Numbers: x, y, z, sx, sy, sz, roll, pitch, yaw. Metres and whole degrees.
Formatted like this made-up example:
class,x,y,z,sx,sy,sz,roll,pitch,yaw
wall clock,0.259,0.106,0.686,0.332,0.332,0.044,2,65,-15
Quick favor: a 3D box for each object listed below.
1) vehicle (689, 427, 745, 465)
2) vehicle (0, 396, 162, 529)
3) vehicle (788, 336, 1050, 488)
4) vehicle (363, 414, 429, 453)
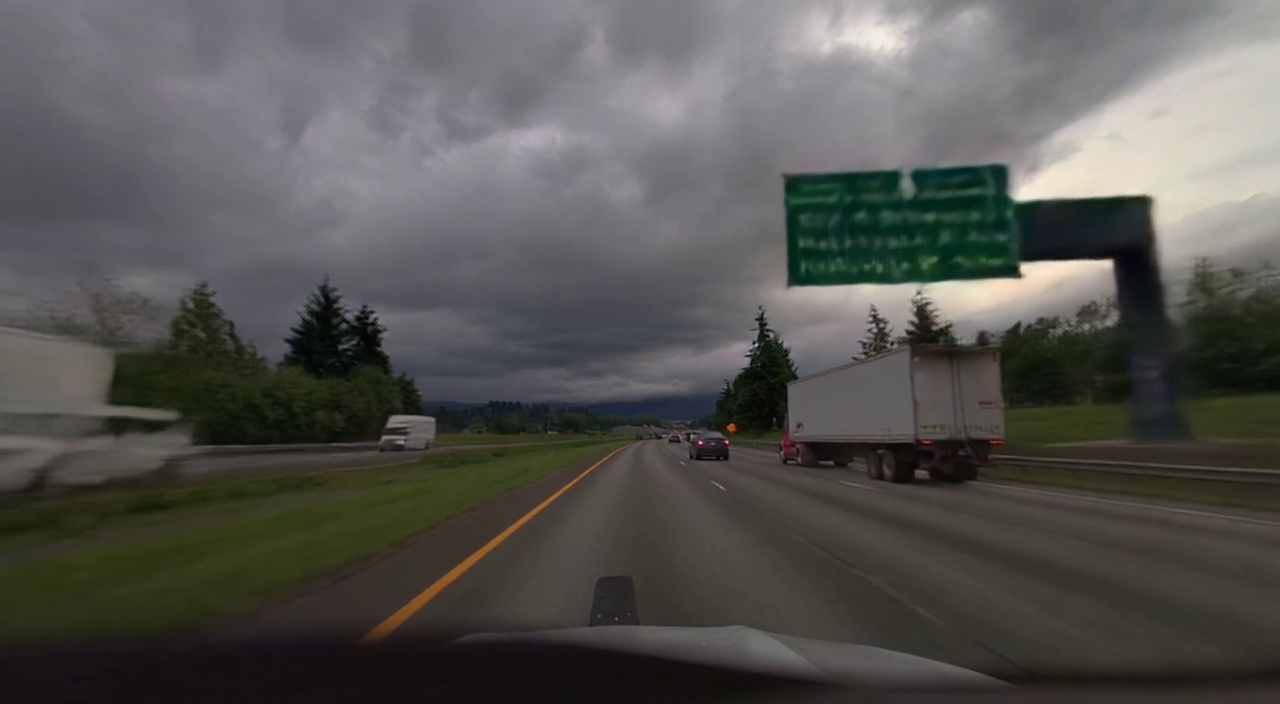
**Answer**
class,x,y,z,sx,sy,sz,roll,pitch,yaw
vehicle,3.585,4.474,30.206,2.011,1.672,4.415,0,-7,-2
vehicle,-8.968,1.435,8.264,1.978,1.644,4.368,0,-7,-1
vehicle,9.184,2.487,24.052,3.440,4.093,13.944,0,-7,-1
vehicle,-17.017,5.767,44.374,2.368,2.548,5.444,0,-7,1
